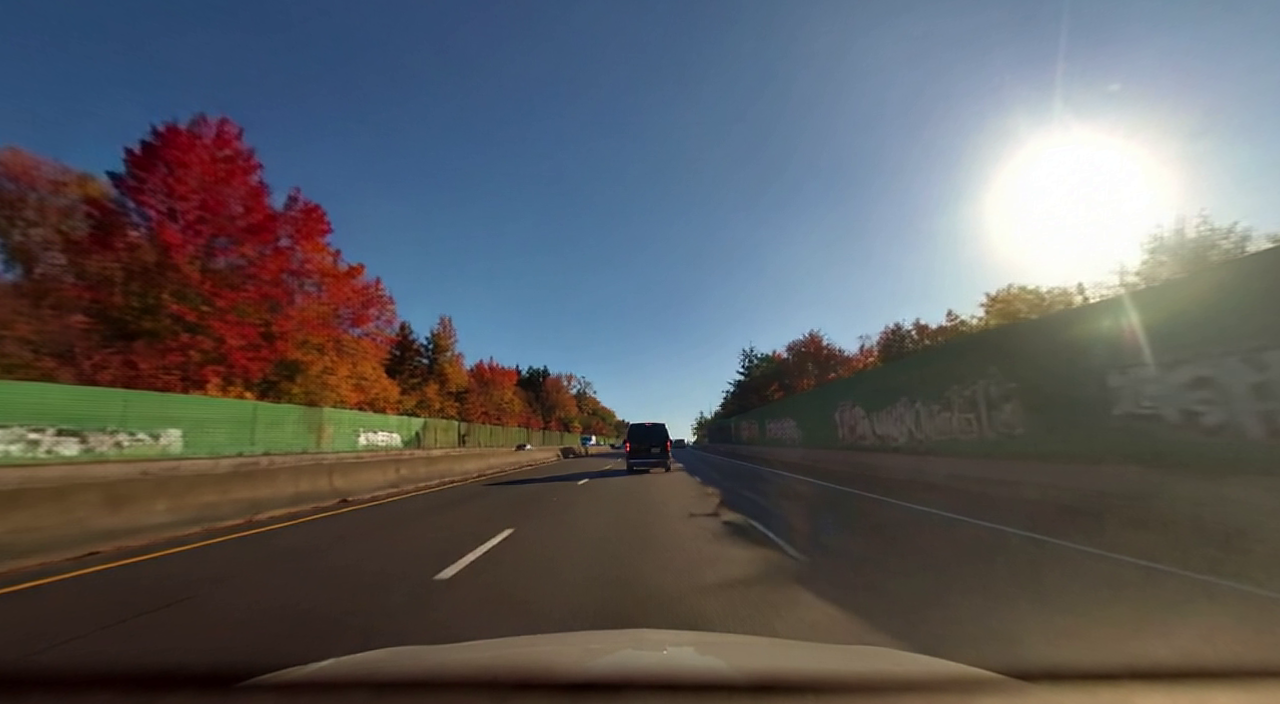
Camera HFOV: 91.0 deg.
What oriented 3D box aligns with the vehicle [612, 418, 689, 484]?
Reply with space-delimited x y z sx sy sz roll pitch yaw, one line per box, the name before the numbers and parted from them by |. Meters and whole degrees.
vehicle | 0.277 3.269 20.935 2.283 1.956 4.421 0 -8 -1
